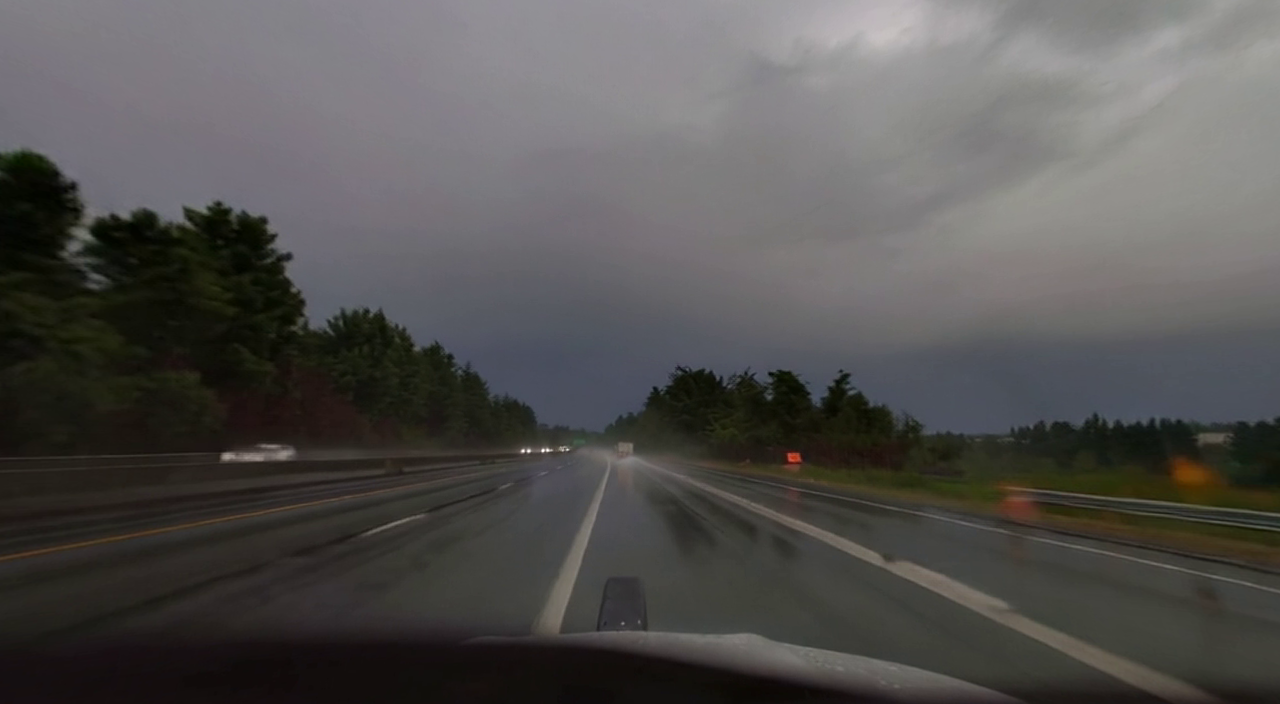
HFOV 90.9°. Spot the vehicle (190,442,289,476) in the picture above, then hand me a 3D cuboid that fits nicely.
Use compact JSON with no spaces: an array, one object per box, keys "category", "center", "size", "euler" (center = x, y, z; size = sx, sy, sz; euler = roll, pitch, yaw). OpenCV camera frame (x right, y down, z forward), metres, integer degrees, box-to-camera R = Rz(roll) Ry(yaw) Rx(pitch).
[{"category":"vehicle","center":[-19.824,5.334,31.487],"size":[1.965,1.545,4.703],"euler":[0,-9,-2]}]
